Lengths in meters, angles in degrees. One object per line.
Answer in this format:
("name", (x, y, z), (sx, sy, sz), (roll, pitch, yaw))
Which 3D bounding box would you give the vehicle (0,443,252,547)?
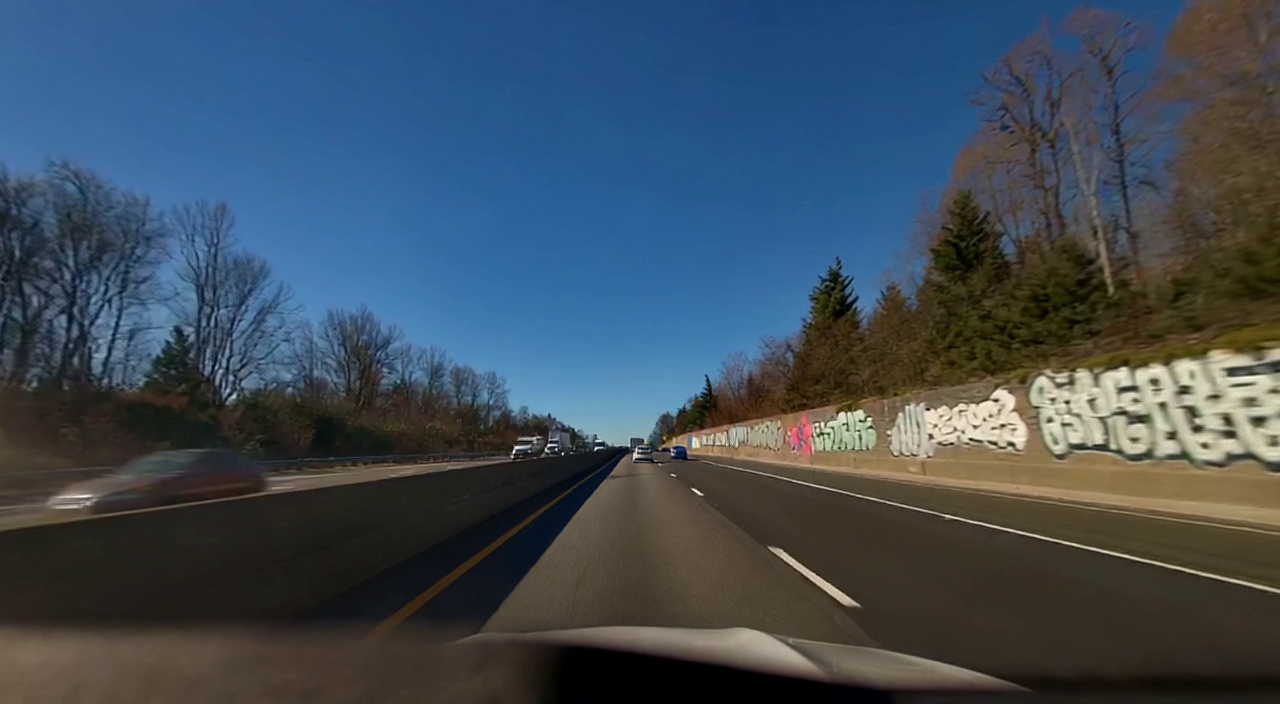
("vehicle", (-9.465, 2.465, 11.480), (2.087, 1.520, 4.147), (0, -9, -1))

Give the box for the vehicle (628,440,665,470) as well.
("vehicle", (0.340, 6.124, 37.401), (2.095, 1.671, 4.219), (0, -9, -1))
